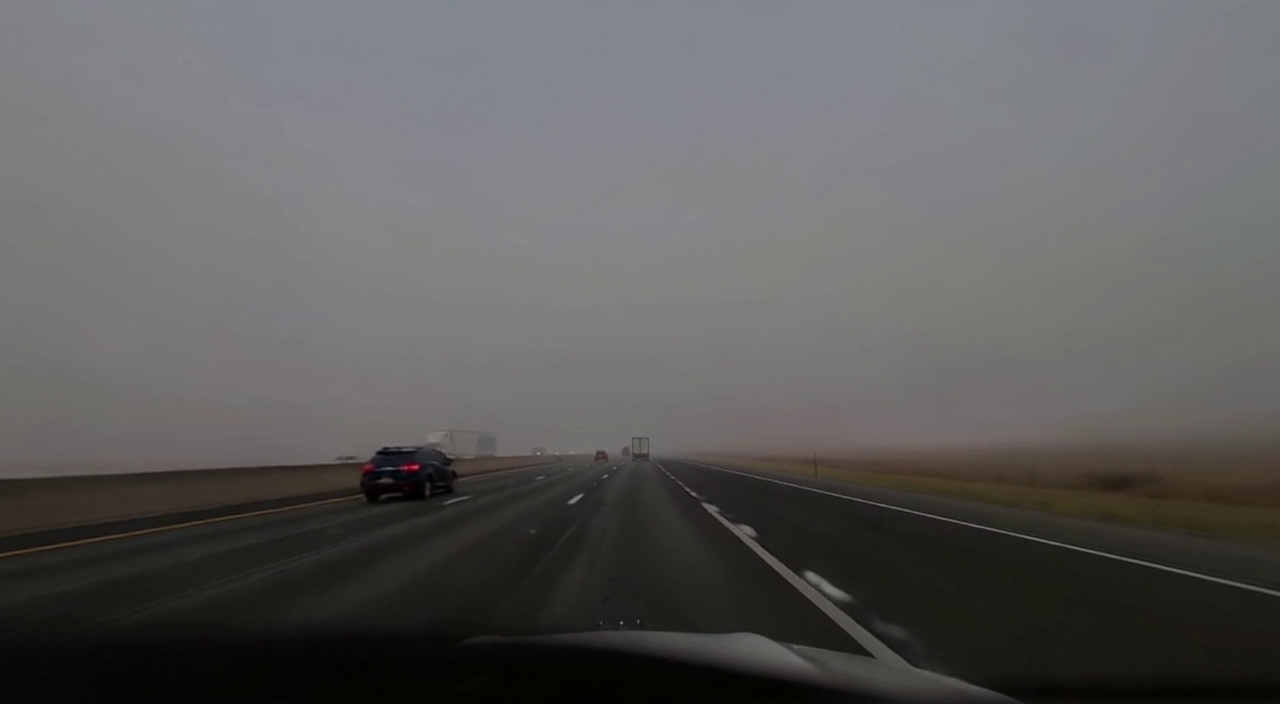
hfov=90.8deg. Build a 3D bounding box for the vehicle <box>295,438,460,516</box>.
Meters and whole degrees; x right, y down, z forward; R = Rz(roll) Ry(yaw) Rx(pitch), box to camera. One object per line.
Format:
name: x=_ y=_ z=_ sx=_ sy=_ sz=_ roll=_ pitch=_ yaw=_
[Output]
vehicle: x=-6.511 y=3.163 z=16.405 sx=2.234 sy=1.698 sz=4.634 roll=0 pitch=-9 yaw=1
